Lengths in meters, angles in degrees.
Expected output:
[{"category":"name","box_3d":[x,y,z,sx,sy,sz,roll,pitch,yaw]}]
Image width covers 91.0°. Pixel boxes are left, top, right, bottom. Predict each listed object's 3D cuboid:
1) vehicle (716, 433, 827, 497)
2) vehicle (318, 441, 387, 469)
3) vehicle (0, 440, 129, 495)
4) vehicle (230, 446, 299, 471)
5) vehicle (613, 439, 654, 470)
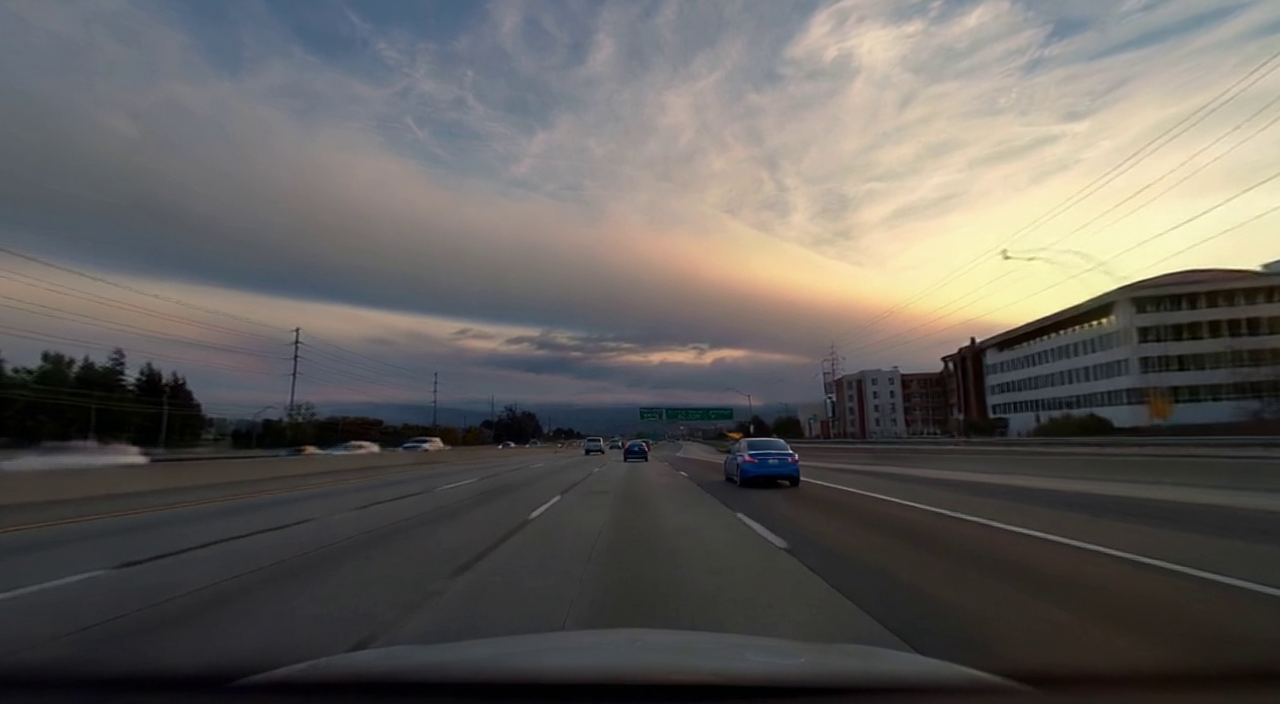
[{"category":"vehicle","box_3d":[3.489,3.082,17.654,1.995,1.533,4.463,0,-8,-2]},{"category":"vehicle","box_3d":[-17.113,6.136,37.684,1.953,1.515,4.452,0,-8,1]},{"category":"vehicle","box_3d":[-19.854,3.709,20.642,2.306,1.598,4.570,0,-8,0]},{"category":"vehicle","box_3d":[-24.128,6.842,40.623,1.737,1.526,4.417,0,-9,0]},{"category":"vehicle","box_3d":[-0.381,5.356,33.061,2.019,1.472,3.971,0,-8,-1]}]
